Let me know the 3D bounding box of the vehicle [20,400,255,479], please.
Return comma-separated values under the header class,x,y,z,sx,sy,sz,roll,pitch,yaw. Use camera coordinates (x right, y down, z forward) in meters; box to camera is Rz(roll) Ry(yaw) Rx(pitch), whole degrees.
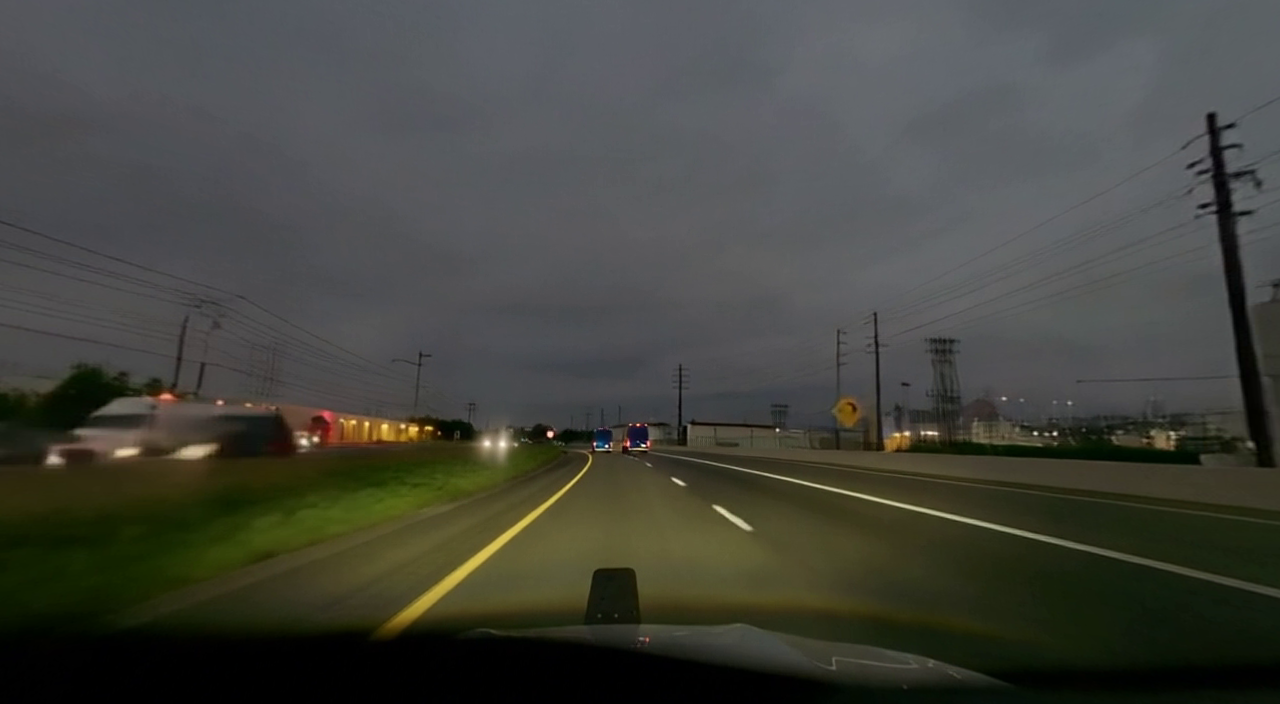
class,x,y,z,sx,sy,sz,roll,pitch,yaw
vehicle,-11.508,2.074,14.946,2.009,1.574,4.419,0,-8,-2
